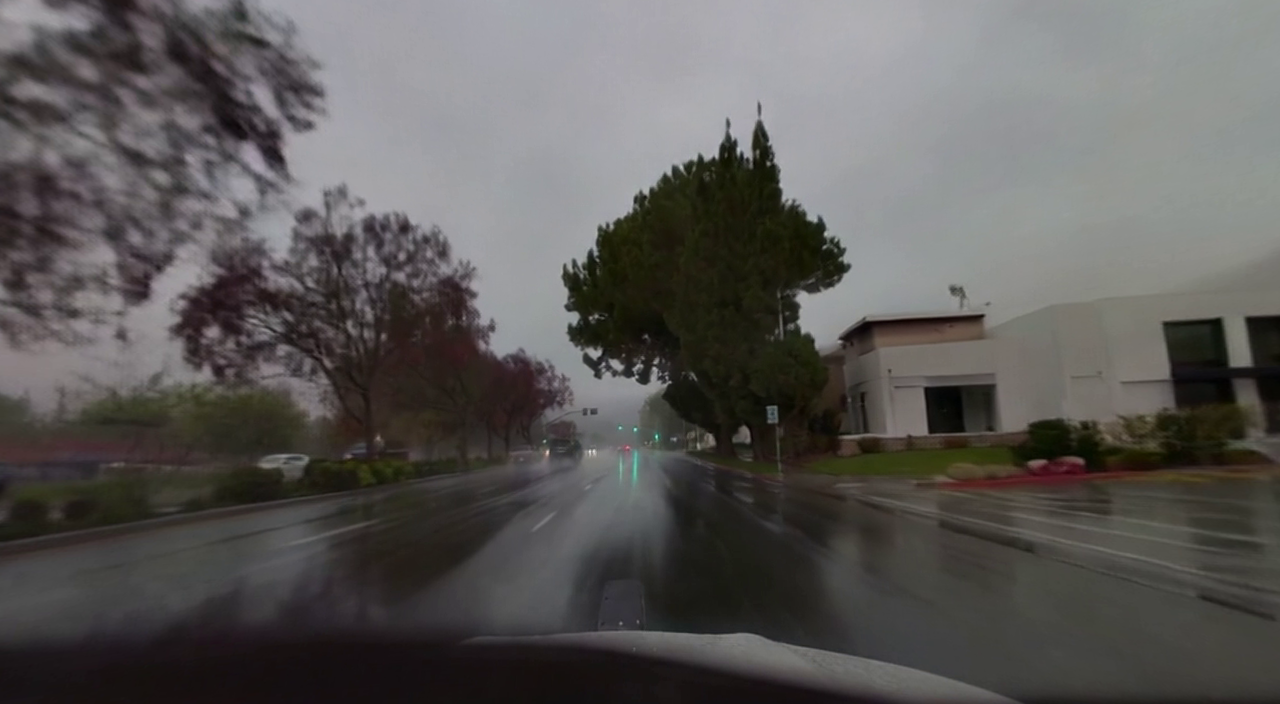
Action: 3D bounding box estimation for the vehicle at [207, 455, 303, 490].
[{"bbox_3d":[-17.942,5.602,29.734,1.794,1.449,4.384,0,-9,-1],"label":"vehicle"}]

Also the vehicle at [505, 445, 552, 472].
[{"bbox_3d":[-6.492,6.238,37.303,1.970,1.456,4.441,0,-9,0],"label":"vehicle"}]

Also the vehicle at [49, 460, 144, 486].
[{"bbox_3d":[-34.257,7.623,39.911,4.194,1.486,1.883,0,-9,-1],"label":"vehicle"}]

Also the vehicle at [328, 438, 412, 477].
[{"bbox_3d":[-15.065,5.910,35.669,2.326,2.030,5.373,0,-9,1],"label":"vehicle"}]
